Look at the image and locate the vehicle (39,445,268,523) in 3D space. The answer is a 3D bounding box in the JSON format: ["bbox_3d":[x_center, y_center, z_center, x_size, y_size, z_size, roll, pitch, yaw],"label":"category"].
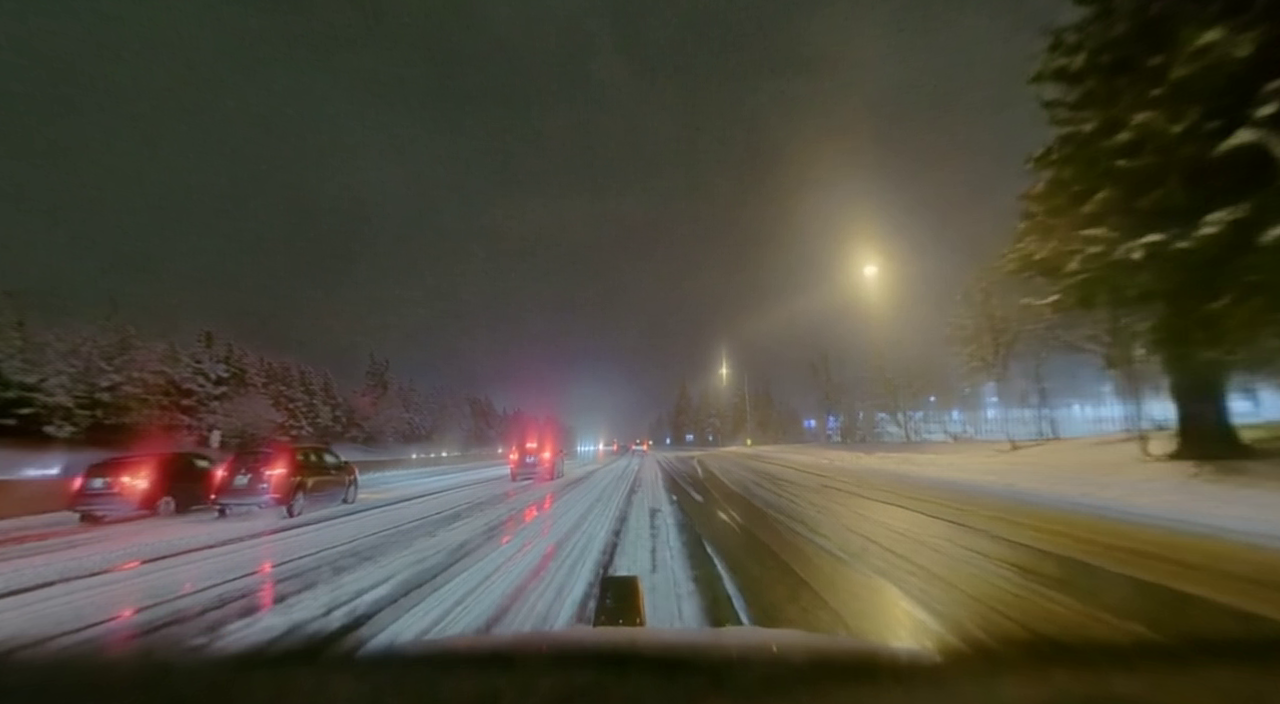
[{"bbox_3d":[-11.714,3.158,15.700,2.003,1.595,4.532,-1,-8,1],"label":"vehicle"}]

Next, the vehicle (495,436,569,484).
[{"bbox_3d":[-4.273,4.336,25.664,2.158,1.717,4.375,-1,-8,1],"label":"vehicle"}]

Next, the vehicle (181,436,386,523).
[{"bbox_3d":[-7.940,2.853,14.702,2.071,1.661,4.540,-1,-8,1],"label":"vehicle"}]

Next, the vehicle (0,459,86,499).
[{"bbox_3d":[-27.626,5.586,27.797,1.945,1.532,4.780,-1,-8,0],"label":"vehicle"}]
